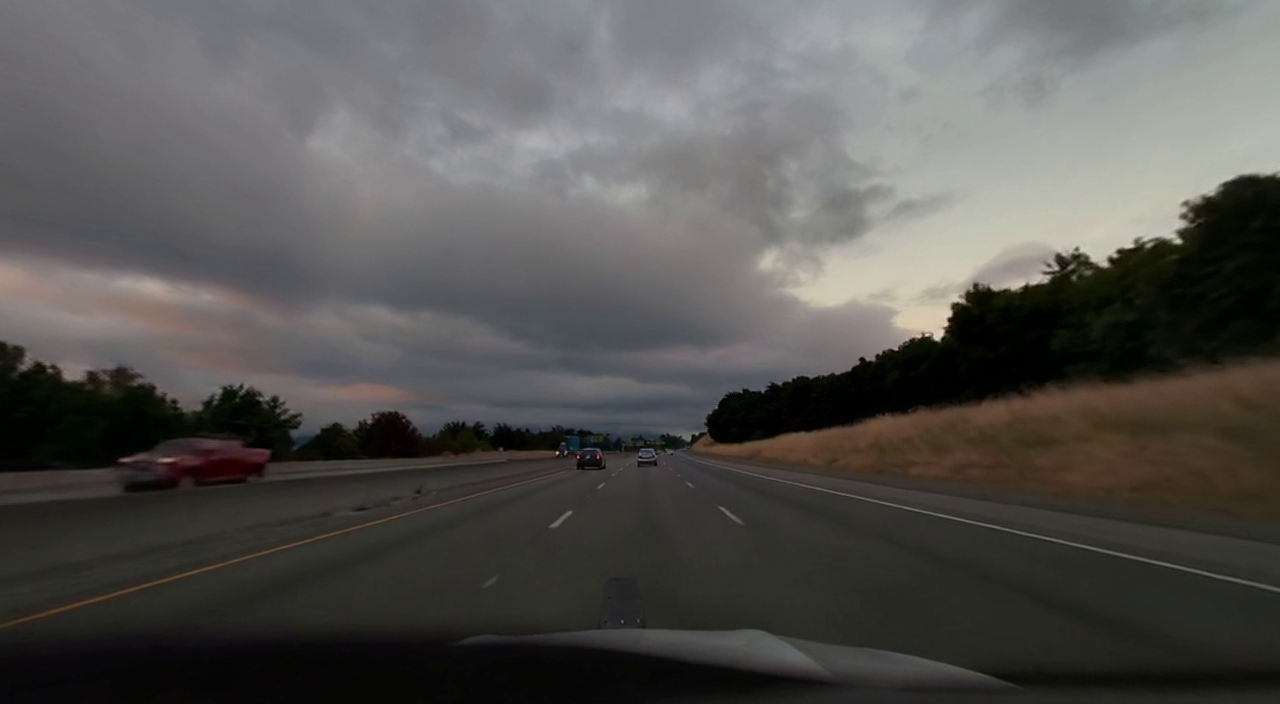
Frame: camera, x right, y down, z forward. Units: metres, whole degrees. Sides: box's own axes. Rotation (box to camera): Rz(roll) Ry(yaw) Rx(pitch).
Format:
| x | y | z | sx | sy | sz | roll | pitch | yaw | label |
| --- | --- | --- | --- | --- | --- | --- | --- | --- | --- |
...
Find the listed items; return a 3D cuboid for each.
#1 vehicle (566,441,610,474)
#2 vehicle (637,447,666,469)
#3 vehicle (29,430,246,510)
| x | y | z | sx | sy | sz | roll | pitch | yaw | label |
| --- | --- | --- | --- | --- | --- | --- | --- | --- | --- |
| -2.934 | 6.129 | 36.641 | 2.143 | 1.770 | 4.283 | 0 | -9 | 1 | vehicle |
| 0.806 | 7.870 | 46.828 | 2.036 | 1.519 | 4.225 | 0 | -9 | 0 | vehicle |
| -13.375 | 3.151 | 17.296 | 2.072 | 1.878 | 4.726 | 0 | -9 | -1 | vehicle |
